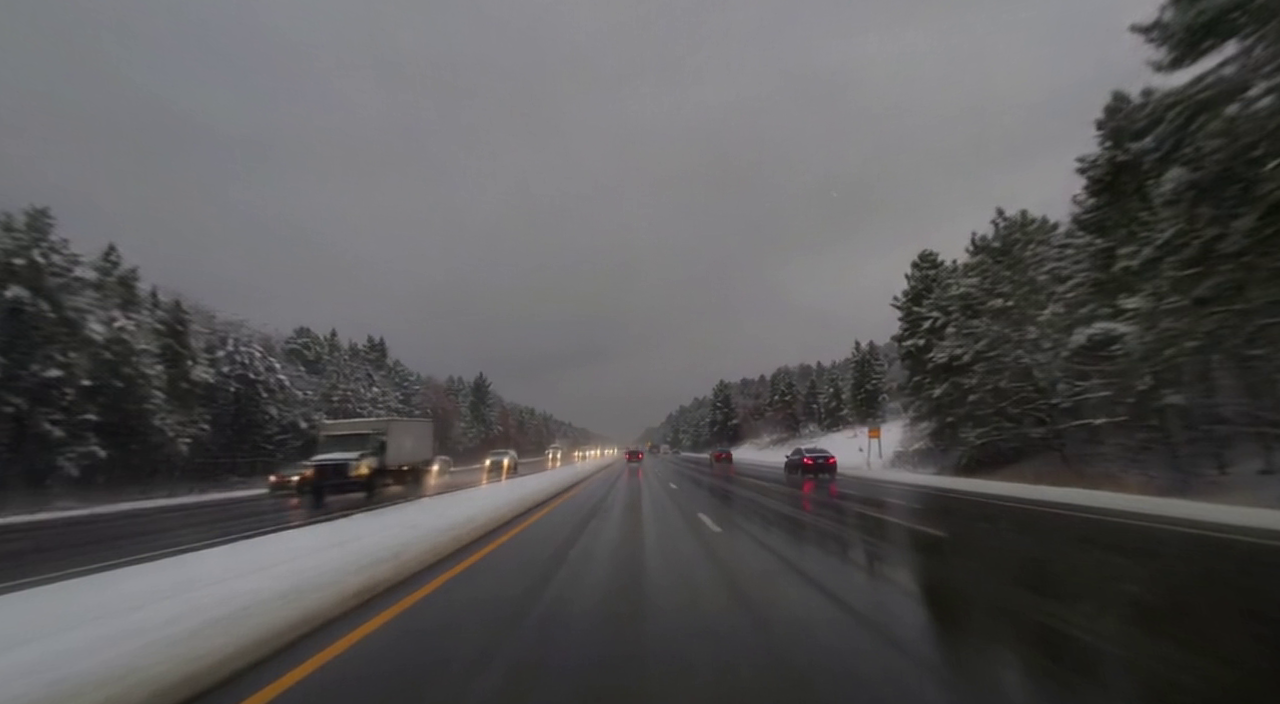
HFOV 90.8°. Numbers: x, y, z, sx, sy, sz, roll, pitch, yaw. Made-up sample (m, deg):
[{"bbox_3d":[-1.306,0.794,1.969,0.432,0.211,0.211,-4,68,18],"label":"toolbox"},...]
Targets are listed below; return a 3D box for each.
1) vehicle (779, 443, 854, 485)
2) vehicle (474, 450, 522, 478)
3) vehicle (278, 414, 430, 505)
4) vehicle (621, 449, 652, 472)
[{"bbox_3d":[7.221,4.620,26.249,1.903,1.566,3.866,0,-9,-1],"label":"vehicle"},{"bbox_3d":[-8.826,6.980,39.672,1.997,1.658,4.291,0,-9,0],"label":"vehicle"},{"bbox_3d":[-8.872,3.415,20.347,2.207,2.457,5.719,0,-9,0],"label":"vehicle"},{"bbox_3d":[-0.255,7.376,43.042,2.021,1.507,4.272,0,-9,0],"label":"vehicle"}]
